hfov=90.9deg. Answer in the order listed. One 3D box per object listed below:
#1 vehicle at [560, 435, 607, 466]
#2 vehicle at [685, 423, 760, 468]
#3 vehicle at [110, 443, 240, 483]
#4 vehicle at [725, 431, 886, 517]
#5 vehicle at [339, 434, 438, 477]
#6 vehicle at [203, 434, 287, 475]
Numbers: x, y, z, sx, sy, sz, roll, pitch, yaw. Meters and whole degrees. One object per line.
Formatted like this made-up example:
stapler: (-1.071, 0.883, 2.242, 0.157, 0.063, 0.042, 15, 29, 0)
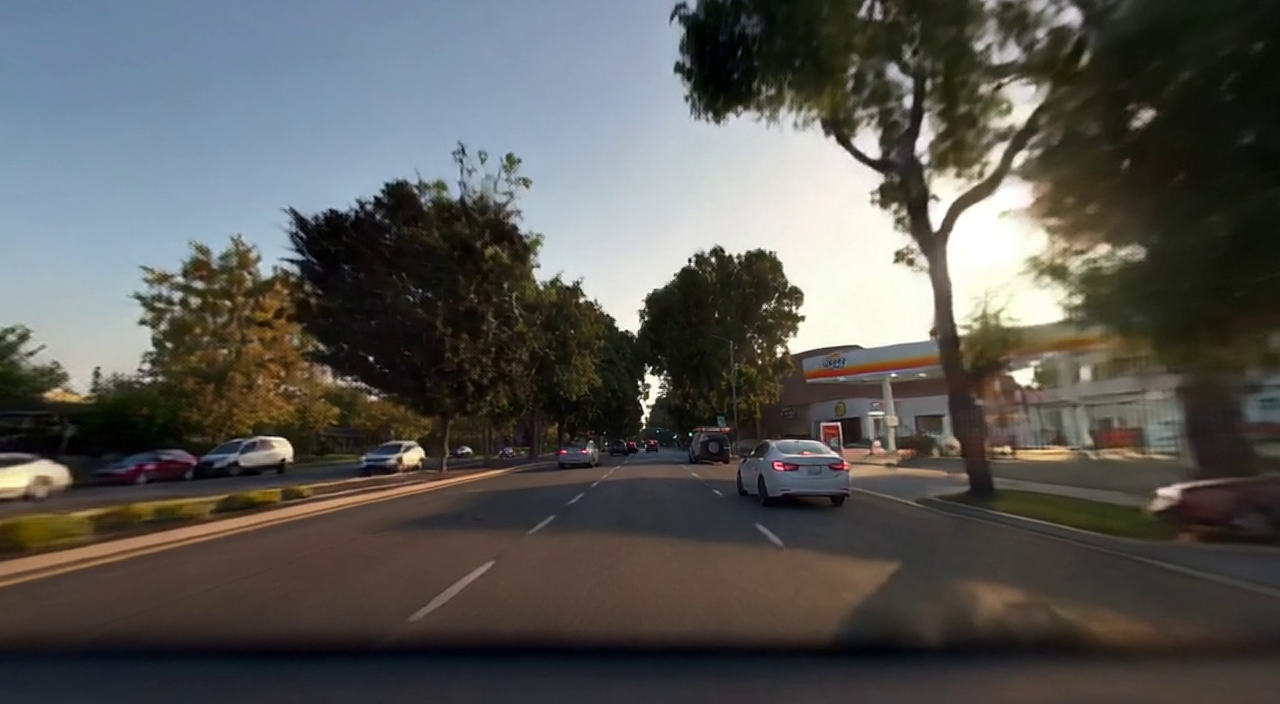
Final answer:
vehicle: (-3.267, 5.796, 37.229, 2.250, 1.713, 4.422, -1, -8, 2)
vehicle: (4.275, 5.067, 34.161, 3.245, 2.199, 6.295, 0, -8, 1)
vehicle: (-24.380, 5.818, 33.440, 2.341, 1.896, 5.876, -1, -8, 1)
vehicle: (3.216, 2.486, 13.411, 2.095, 1.475, 4.686, 0, -8, -1)
vehicle: (-11.225, 4.663, 28.638, 2.141, 1.751, 5.451, -1, -8, 2)
vehicle: (-24.340, 6.322, 39.075, 2.254, 2.335, 4.297, -1, -8, 2)
